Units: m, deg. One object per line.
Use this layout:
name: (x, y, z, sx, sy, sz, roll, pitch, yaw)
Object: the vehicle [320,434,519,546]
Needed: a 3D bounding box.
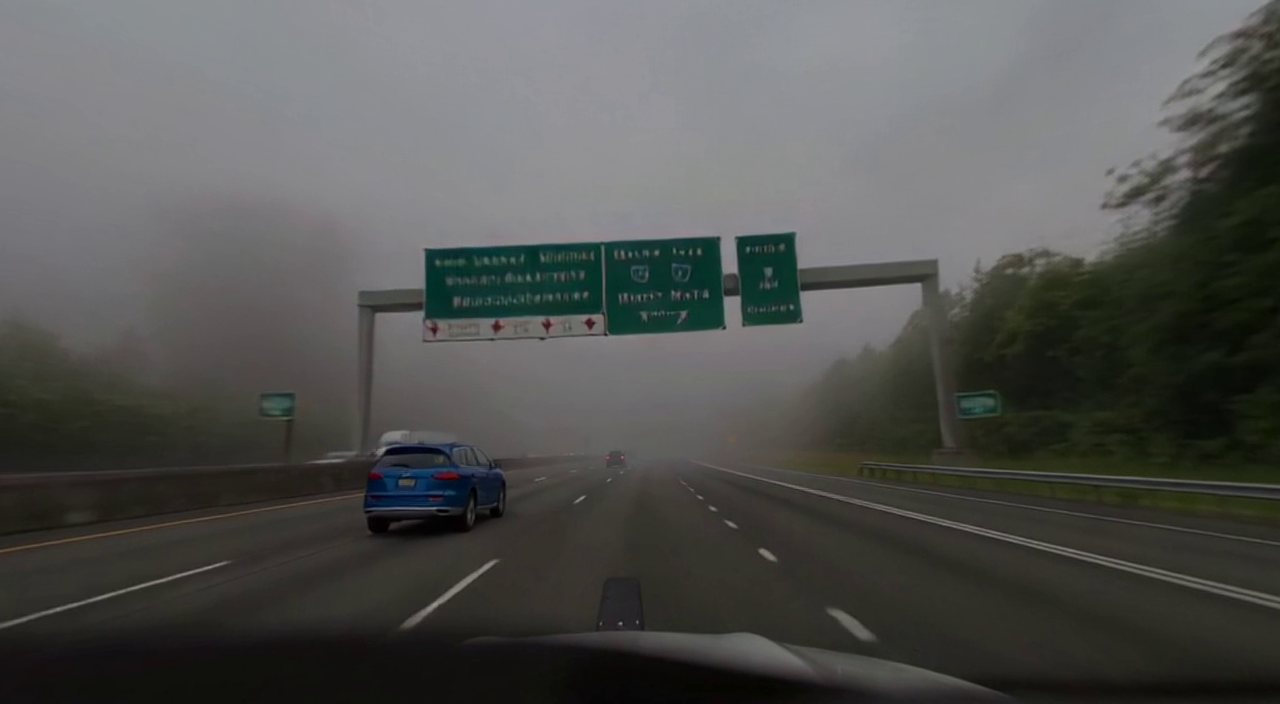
vehicle: (-3.638, 2.342, 11.361, 2.016, 1.623, 4.126, 0, -9, 1)
